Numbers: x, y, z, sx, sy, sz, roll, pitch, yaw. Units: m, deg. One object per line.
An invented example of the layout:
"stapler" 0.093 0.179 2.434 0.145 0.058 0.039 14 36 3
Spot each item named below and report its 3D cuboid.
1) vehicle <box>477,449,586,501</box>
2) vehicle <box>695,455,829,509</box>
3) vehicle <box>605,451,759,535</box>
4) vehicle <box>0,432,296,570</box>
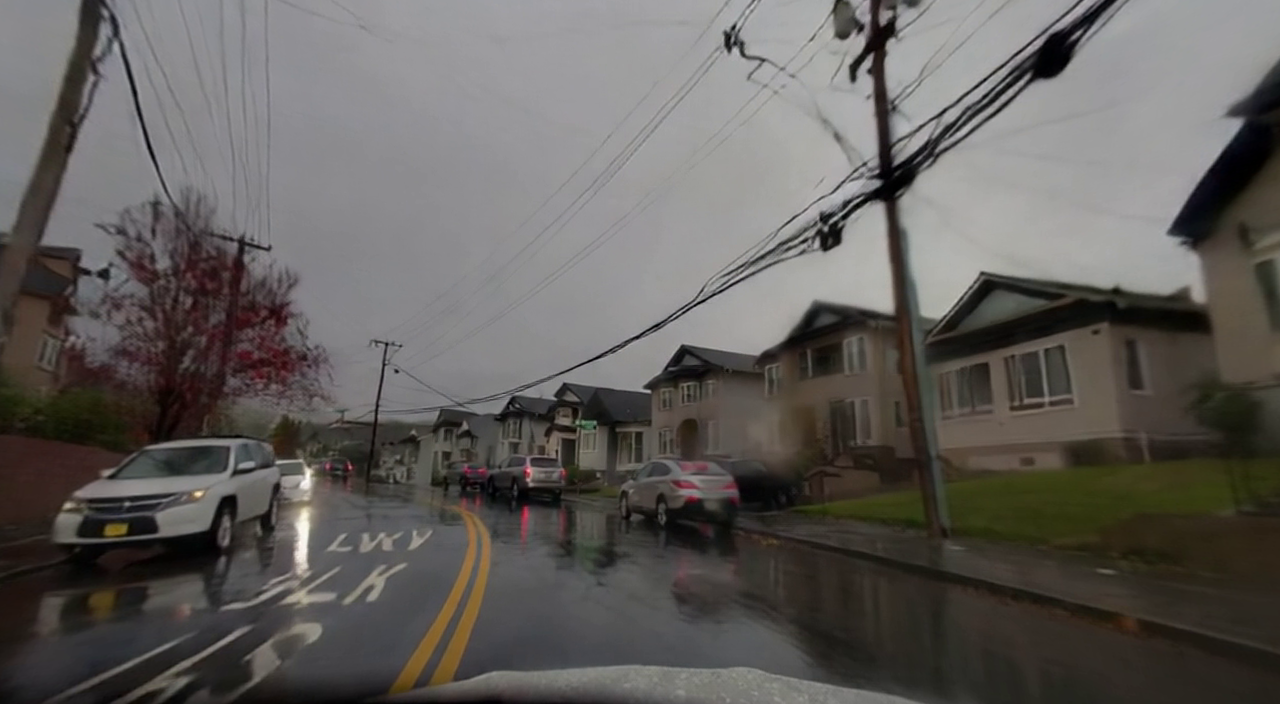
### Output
"vehicle" -4.763 5.182 27.032 2.449 1.869 5.504 10 -13 -32
"vehicle" 4.196 4.370 21.682 4.163 1.586 2.023 5 -10 -29
"vehicle" 0.778 3.191 14.848 1.923 1.531 4.568 7 -10 -18
"vehicle" -8.352 2.556 11.580 2.378 1.840 5.389 2 -11 -16
